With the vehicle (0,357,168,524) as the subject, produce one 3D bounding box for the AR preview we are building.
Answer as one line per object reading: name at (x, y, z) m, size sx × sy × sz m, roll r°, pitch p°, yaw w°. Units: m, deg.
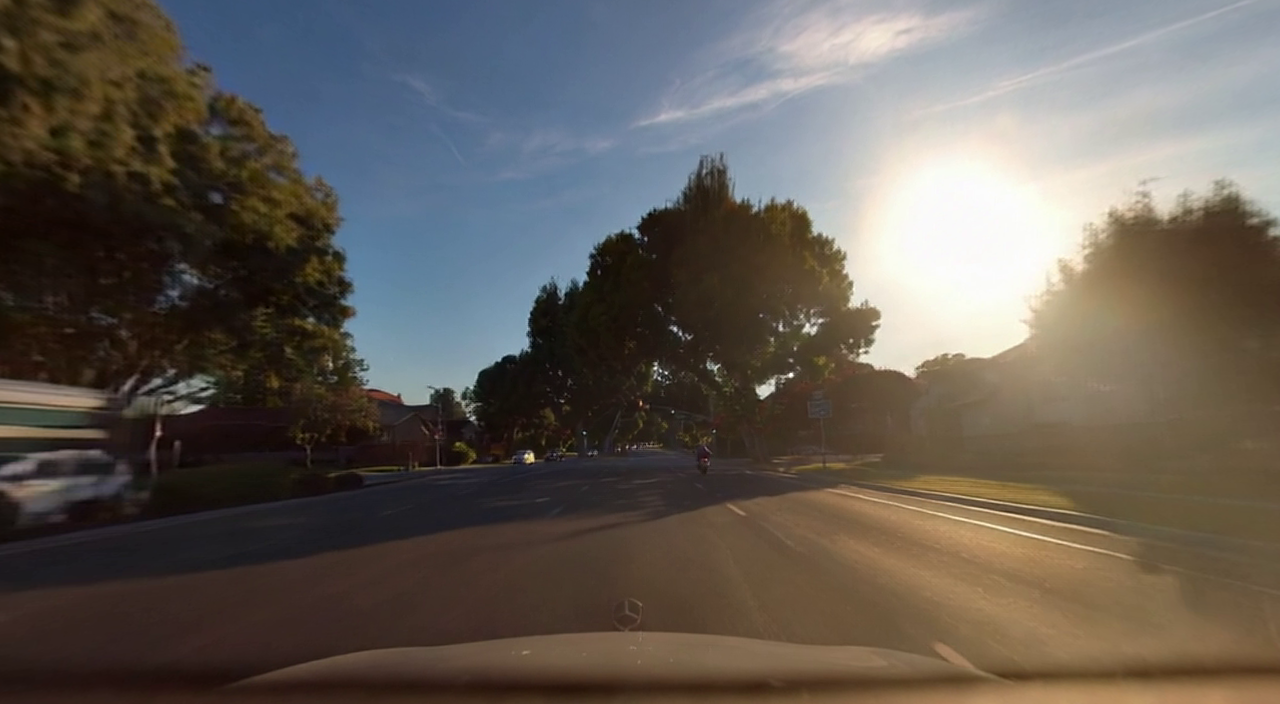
vehicle at (-17.349, 1.770, 12.711) m, size 2.892 × 4.104 × 16.689 m, roll 0°, pitch -8°, yaw 0°
